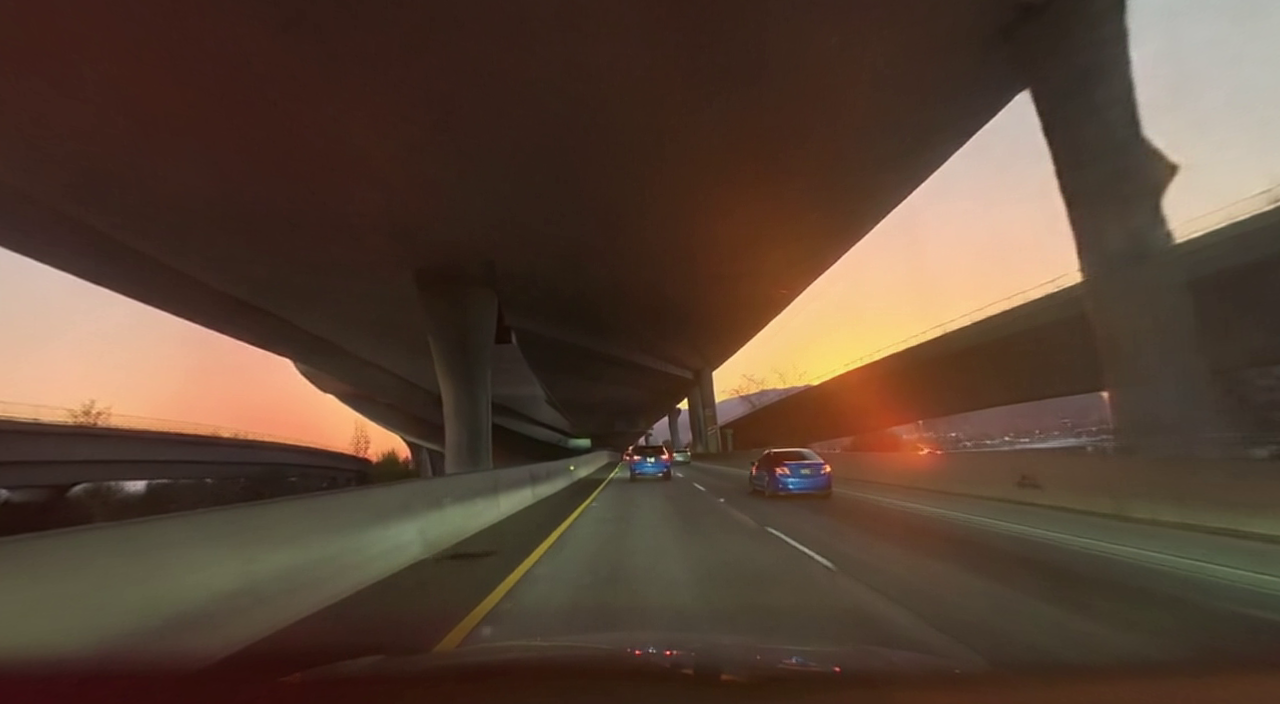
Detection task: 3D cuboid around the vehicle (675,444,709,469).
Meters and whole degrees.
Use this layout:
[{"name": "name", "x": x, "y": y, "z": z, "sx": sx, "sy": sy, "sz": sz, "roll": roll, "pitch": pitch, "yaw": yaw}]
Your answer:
[{"name": "vehicle", "x": 3.716, "y": 7.602, "z": 45.765, "sx": 2.047, "sy": 1.700, "sz": 4.069, "roll": 0, "pitch": -9, "yaw": -1}]

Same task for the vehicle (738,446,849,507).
[{"name": "vehicle", "x": 4.189, "y": 3.449, "z": 17.934, "sx": 2.047, "sy": 1.500, "sz": 4.017, "roll": 0, "pitch": -9, "yaw": -2}]

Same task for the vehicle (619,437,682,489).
[{"name": "vehicle", "x": 0.359, "y": 4.346, "z": 24.968, "sx": 2.264, "sy": 1.841, "sz": 4.583, "roll": 0, "pitch": -9, "yaw": -1}]
